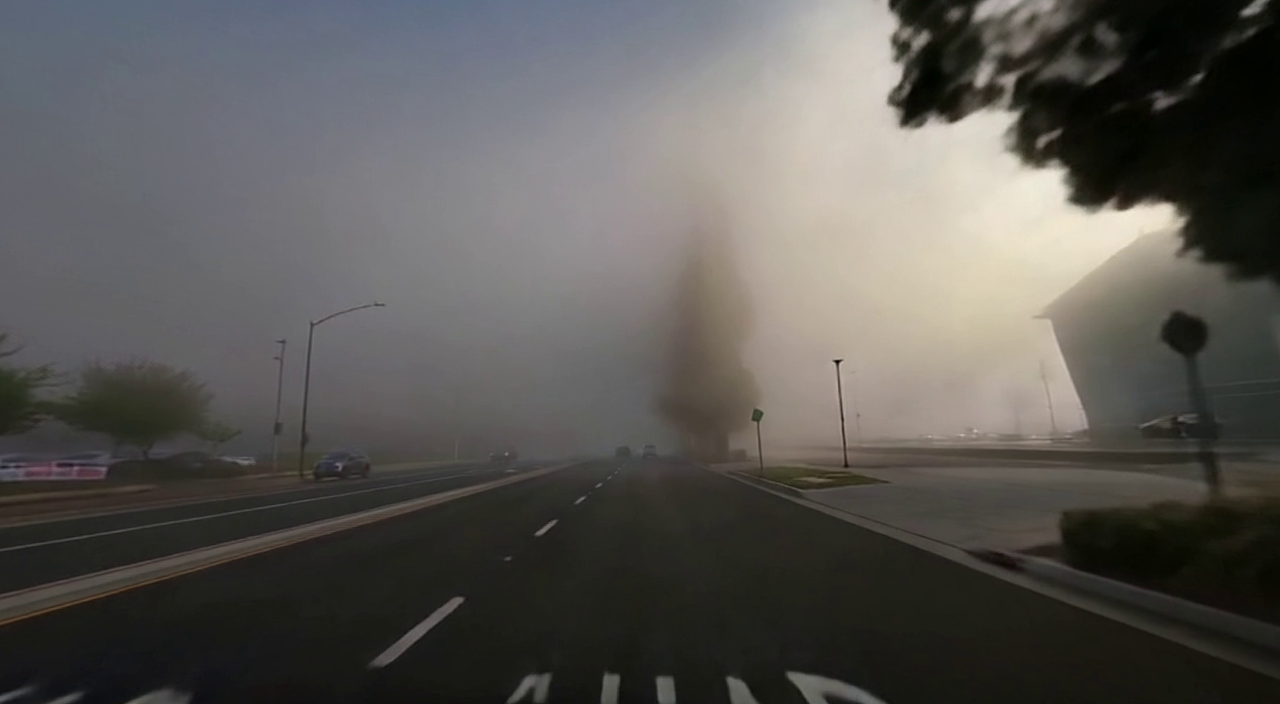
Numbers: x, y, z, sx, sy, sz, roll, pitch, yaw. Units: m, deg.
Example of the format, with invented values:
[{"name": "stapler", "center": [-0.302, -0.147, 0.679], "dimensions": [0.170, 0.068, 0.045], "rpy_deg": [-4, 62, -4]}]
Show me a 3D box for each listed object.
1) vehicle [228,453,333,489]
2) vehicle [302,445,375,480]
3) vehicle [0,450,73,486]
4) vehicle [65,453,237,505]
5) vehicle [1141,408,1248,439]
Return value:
[{"name": "vehicle", "center": [-17.248, 5.690, 30.477], "dimensions": [1.955, 1.486, 5.112], "rpy_deg": [-1, -8, 2]}, {"name": "vehicle", "center": [-17.155, 6.276, 36.026], "dimensions": [1.998, 1.724, 4.486], "rpy_deg": [-3, -9, 0]}, {"name": "vehicle", "center": [-28.172, 5.155, 28.019], "dimensions": [3.759, 1.462, 1.873], "rpy_deg": [1, -8, -3]}, {"name": "vehicle", "center": [-17.174, 4.457, 22.503], "dimensions": [2.014, 1.515, 5.027], "rpy_deg": [0, -8, 2]}, {"name": "vehicle", "center": [29.944, 3.944, 34.111], "dimensions": [1.829, 1.496, 4.642], "rpy_deg": [-1, -8, 5]}]
